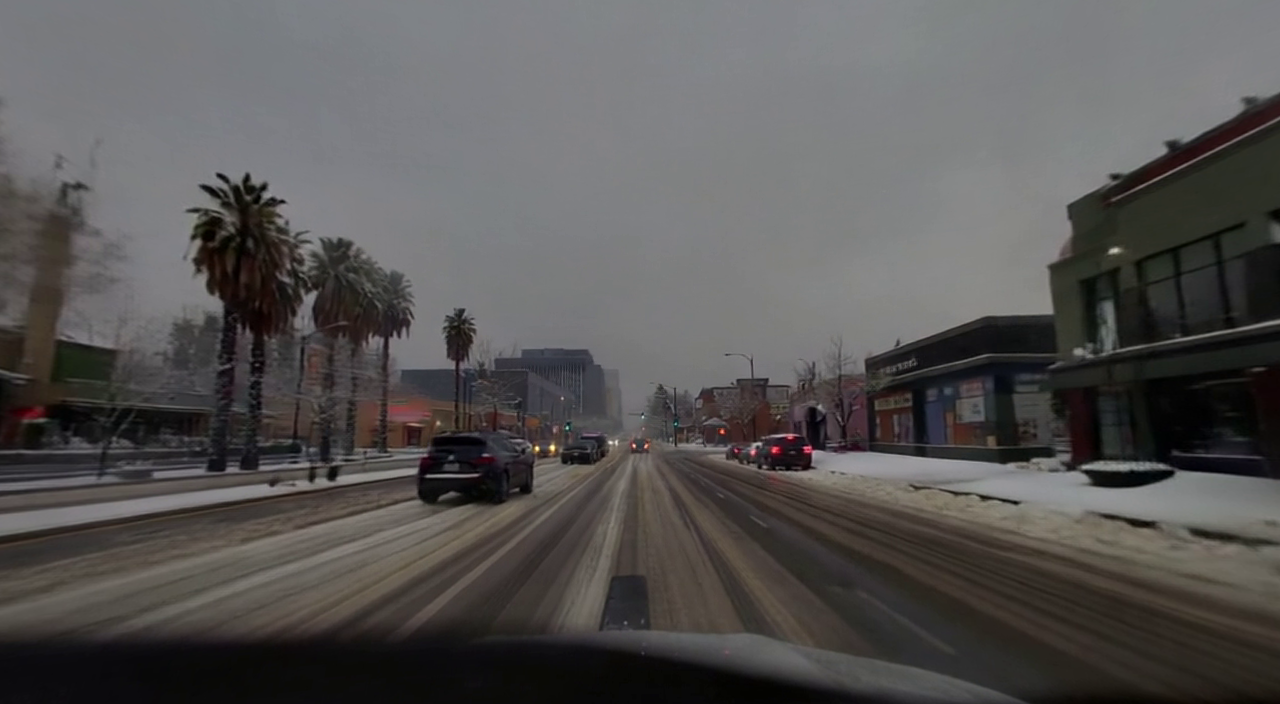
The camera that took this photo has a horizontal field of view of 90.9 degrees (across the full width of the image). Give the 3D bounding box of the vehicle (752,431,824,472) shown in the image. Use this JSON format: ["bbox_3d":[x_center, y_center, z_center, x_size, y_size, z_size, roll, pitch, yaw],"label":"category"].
[{"bbox_3d":[7.505,5.126,32.634,2.256,1.936,5.838,0,-9,0],"label":"vehicle"}]

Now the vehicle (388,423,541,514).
[{"bbox_3d":[-3.524,2.431,13.567,2.024,1.636,4.121,0,-9,1],"label":"vehicle"}]

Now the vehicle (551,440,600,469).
[{"bbox_3d":[-3.399,5.526,34.061,2.044,1.462,4.624,0,-9,1],"label":"vehicle"}]
